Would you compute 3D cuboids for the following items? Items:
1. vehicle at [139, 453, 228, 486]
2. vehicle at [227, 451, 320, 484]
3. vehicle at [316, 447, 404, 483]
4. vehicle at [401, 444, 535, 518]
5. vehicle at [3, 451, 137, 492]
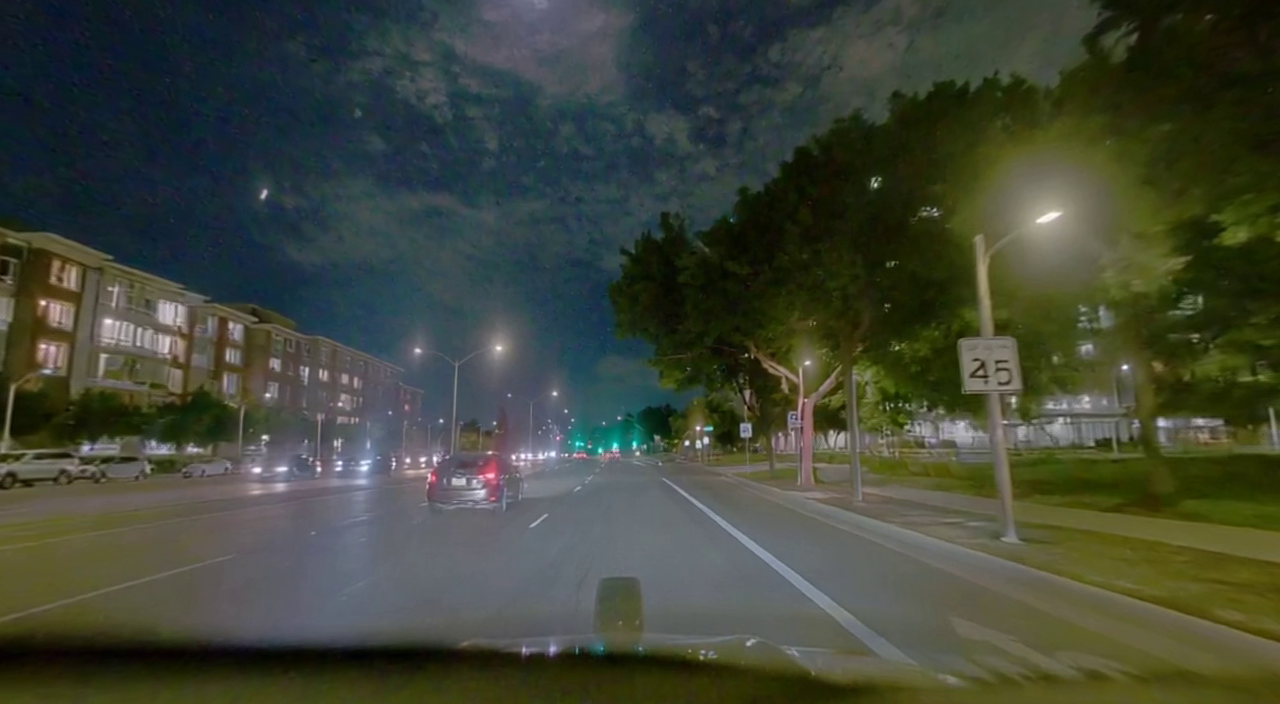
[{"bbox_3d":[-27.088,6.939,37.704,2.022,1.764,4.492,-1,-8,-1],"label":"vehicle"},{"bbox_3d":[-19.822,6.219,34.453,2.098,1.590,4.929,0,-8,0],"label":"vehicle"},{"bbox_3d":[-13.240,5.340,30.249,2.123,1.585,4.856,0,-8,-2],"label":"vehicle"},{"bbox_3d":[-3.848,2.932,15.001,2.025,1.474,4.292,0,-8,-1],"label":"vehicle"},{"bbox_3d":[-32.012,6.680,35.847,2.226,2.042,5.984,0,-9,-3],"label":"vehicle"}]
